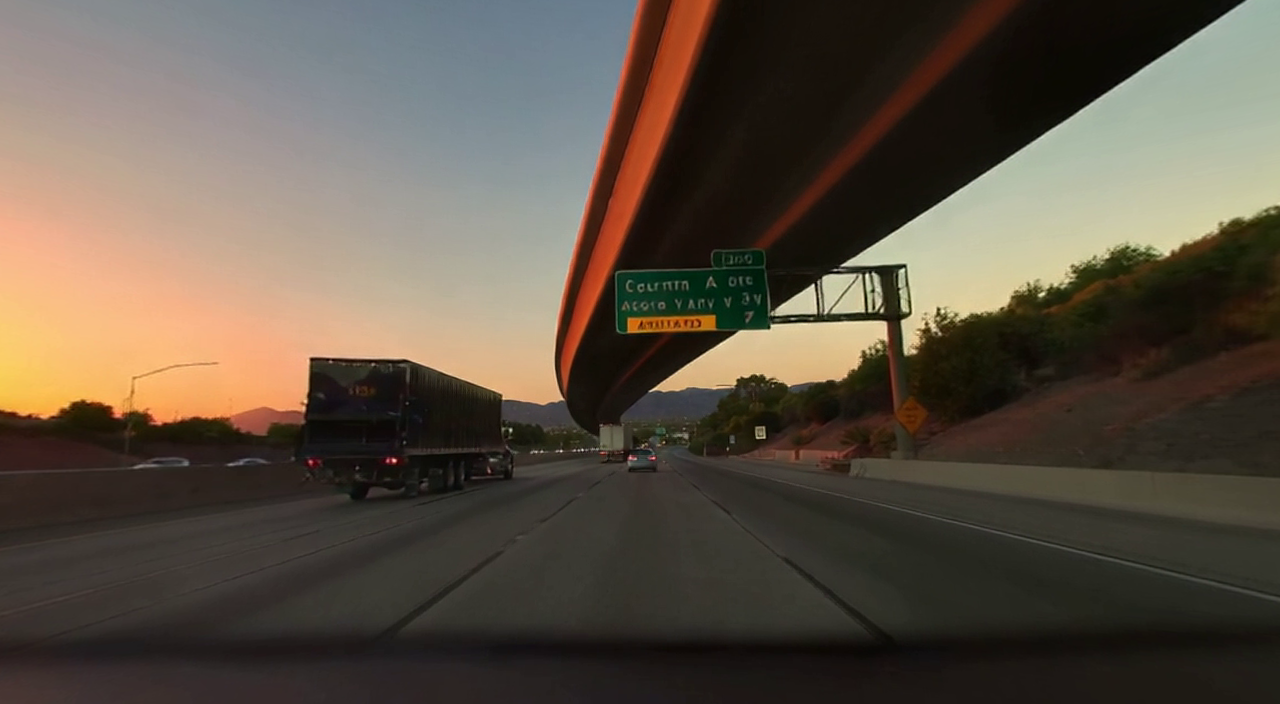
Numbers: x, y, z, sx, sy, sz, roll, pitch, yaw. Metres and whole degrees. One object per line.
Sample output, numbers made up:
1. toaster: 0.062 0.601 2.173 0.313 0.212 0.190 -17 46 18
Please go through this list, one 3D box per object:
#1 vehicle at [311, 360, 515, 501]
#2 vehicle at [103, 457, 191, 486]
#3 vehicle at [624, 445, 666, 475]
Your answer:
1. vehicle: -7.217 2.942 22.630 3.067 3.804 11.136 0 -9 1
2. vehicle: -31.201 7.557 40.044 1.878 1.613 4.488 -1 -9 2
3. vehicle: 0.224 5.710 33.478 2.066 1.469 4.050 0 -9 -1
